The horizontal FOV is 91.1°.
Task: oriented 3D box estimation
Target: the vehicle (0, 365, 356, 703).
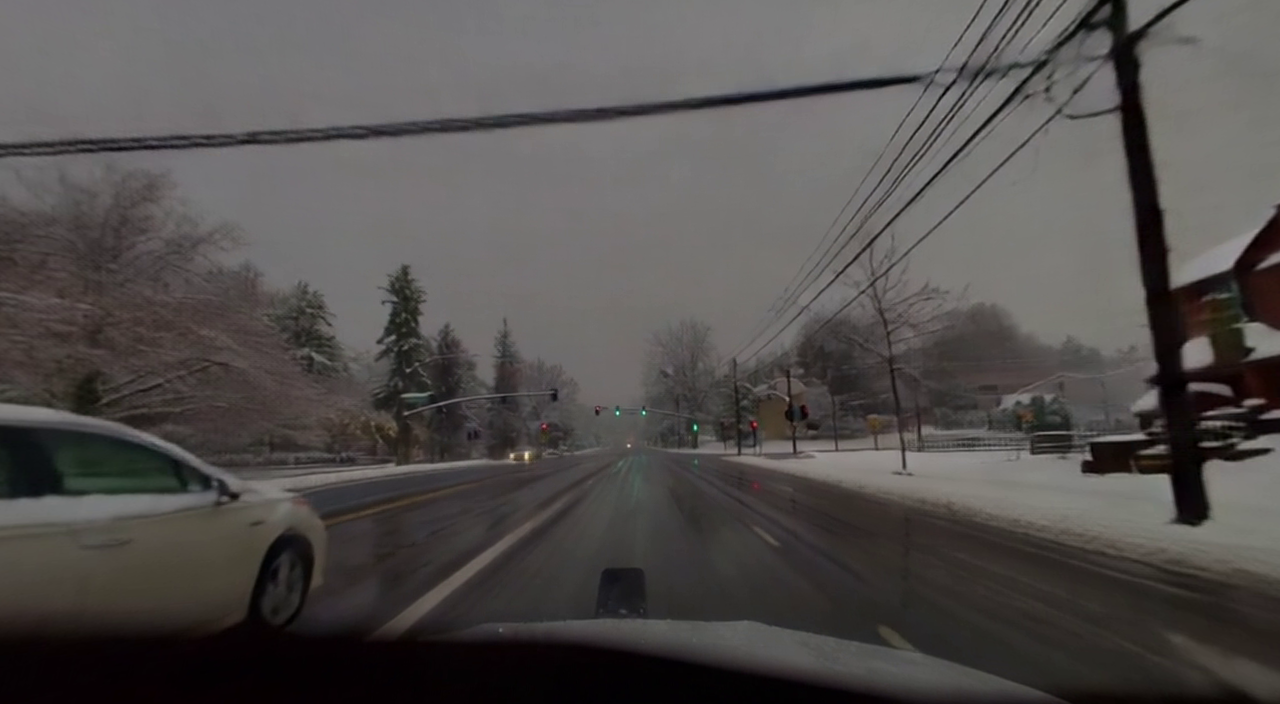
[{"bbox_3d":[-3.334,0.858,2.358,2.139,1.564,4.901,0,-8,1],"label":"vehicle"}]
